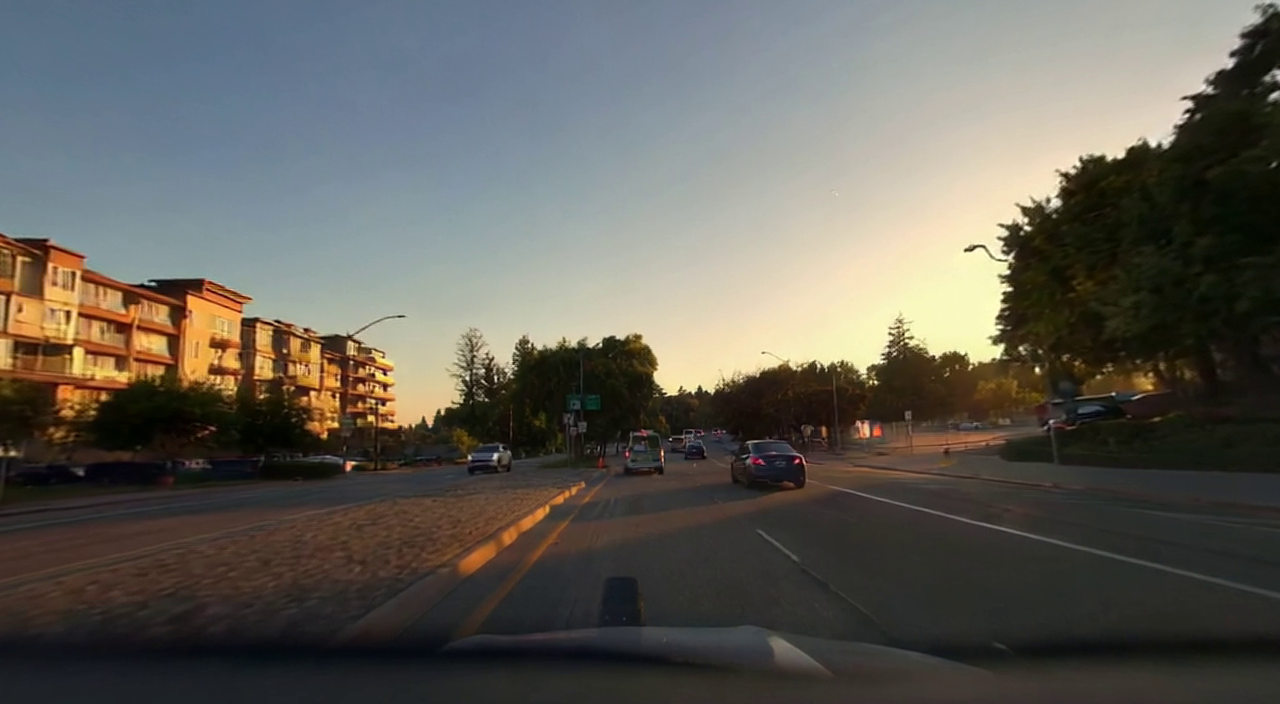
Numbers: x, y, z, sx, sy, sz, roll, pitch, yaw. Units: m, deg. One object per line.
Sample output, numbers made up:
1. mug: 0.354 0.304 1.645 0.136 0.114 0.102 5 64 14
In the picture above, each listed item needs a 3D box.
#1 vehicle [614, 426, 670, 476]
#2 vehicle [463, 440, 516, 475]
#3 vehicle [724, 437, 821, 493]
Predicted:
1. vehicle: -0.011 4.618 29.561 2.396 2.143 4.824 0 -8 -2
2. vehicle: -8.538 6.017 36.154 1.873 1.894 4.186 -1 -8 2
3. vehicle: 3.896 3.412 19.402 2.075 1.486 4.316 0 -8 0
